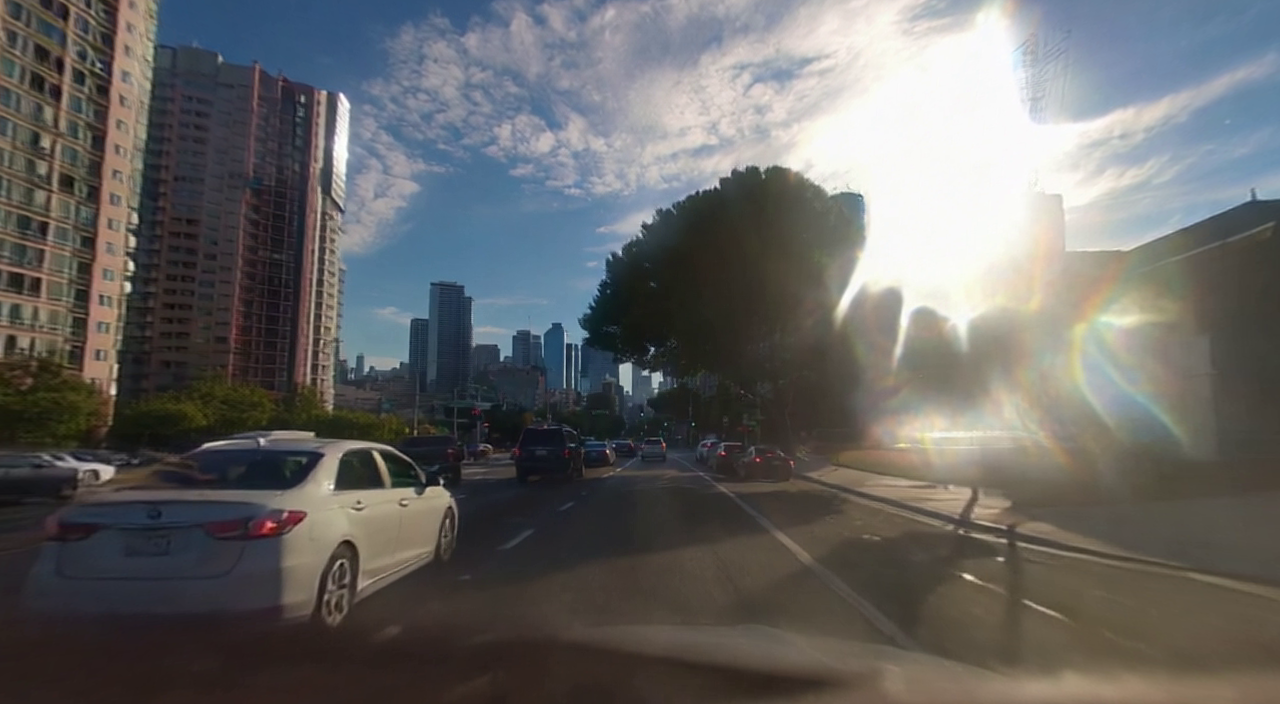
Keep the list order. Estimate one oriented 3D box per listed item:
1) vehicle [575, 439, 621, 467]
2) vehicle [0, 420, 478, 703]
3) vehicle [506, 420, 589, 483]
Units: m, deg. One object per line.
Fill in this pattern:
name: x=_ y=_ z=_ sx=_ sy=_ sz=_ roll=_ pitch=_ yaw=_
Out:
vehicle: x=-2.324 y=5.793 z=36.251 sx=2.246 sy=1.481 sz=4.146 roll=0 pitch=-8 yaw=1
vehicle: x=-2.850 y=1.327 z=4.939 sx=1.959 sy=1.406 sz=4.272 roll=0 pitch=-8 yaw=1
vehicle: x=-3.151 y=3.521 z=22.505 sx=2.152 sy=1.987 sz=4.527 roll=0 pitch=-8 yaw=2
